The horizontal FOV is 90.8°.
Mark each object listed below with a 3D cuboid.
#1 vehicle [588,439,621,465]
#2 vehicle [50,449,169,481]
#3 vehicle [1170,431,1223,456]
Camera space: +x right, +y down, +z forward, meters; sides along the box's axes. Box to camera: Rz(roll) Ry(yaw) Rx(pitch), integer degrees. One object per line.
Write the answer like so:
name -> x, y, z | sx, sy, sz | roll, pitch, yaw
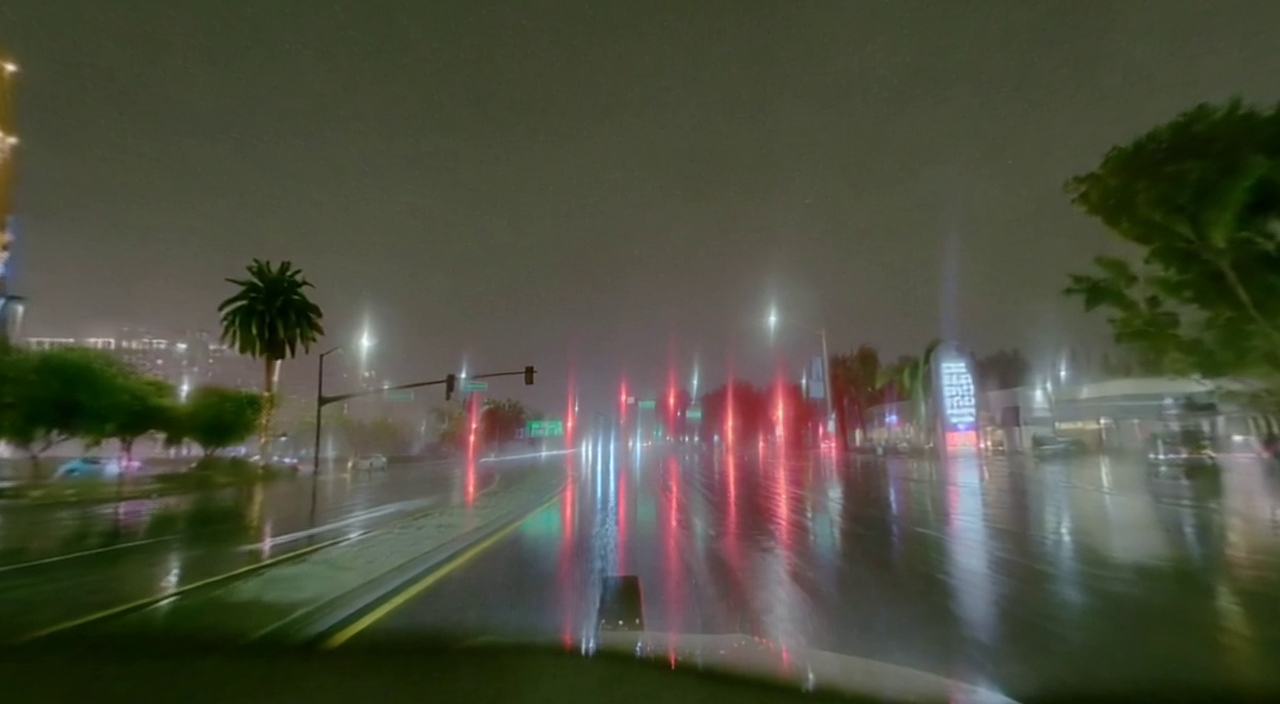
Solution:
vehicle -> -2.424, 6.667, 42.405 | 1.990, 1.639, 3.885 | 1, -8, -6
vehicle -> -31.637, 6.718, 37.999 | 2.099, 1.731, 5.736 | 0, -8, 1
vehicle -> 36.946, 6.063, 41.890 | 4.405, 1.525, 1.901 | 7, -10, -40
